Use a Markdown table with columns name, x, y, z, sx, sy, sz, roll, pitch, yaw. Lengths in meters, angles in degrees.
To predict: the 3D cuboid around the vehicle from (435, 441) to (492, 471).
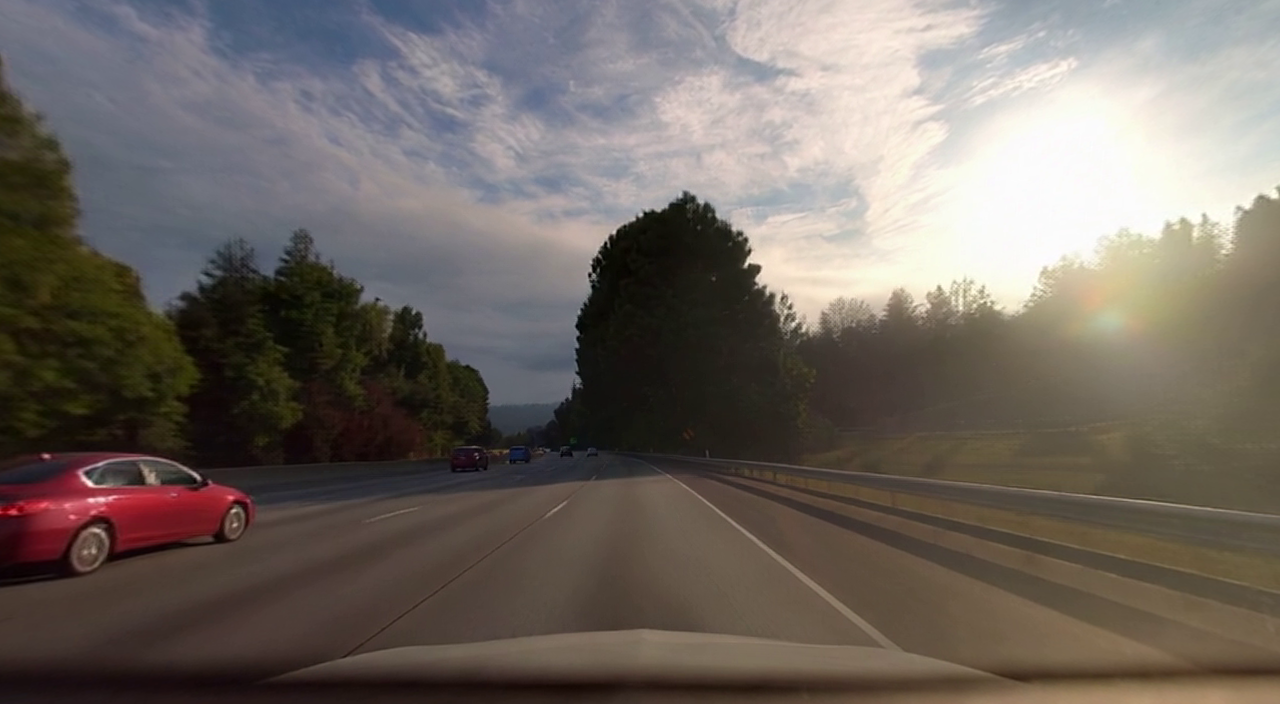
| name | x | y | z | sx | sy | sz | roll | pitch | yaw |
| --- | --- | --- | --- | --- | --- | --- | --- | --- | --- |
| vehicle | -12.154 | 7.206 | 43.795 | 2.425 | 1.926 | 5.584 | 0 | -9 | -1 |

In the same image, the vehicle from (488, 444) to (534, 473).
| name | x | y | z | sx | sy | sz | roll | pitch | yaw |
| --- | --- | --- | --- | --- | --- | --- | --- | --- | --- |
| vehicle | -7.916 | 6.604 | 39.082 | 2.060 | 1.680 | 4.255 | 0 | -9 | -2 |

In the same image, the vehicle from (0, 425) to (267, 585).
| name | x | y | z | sx | sy | sz | roll | pitch | yaw |
| --- | --- | --- | --- | --- | --- | --- | --- | --- | --- |
| vehicle | -7.525 | 1.863 | 8.425 | 2.133 | 1.586 | 4.869 | 0 | -9 | -1 |
